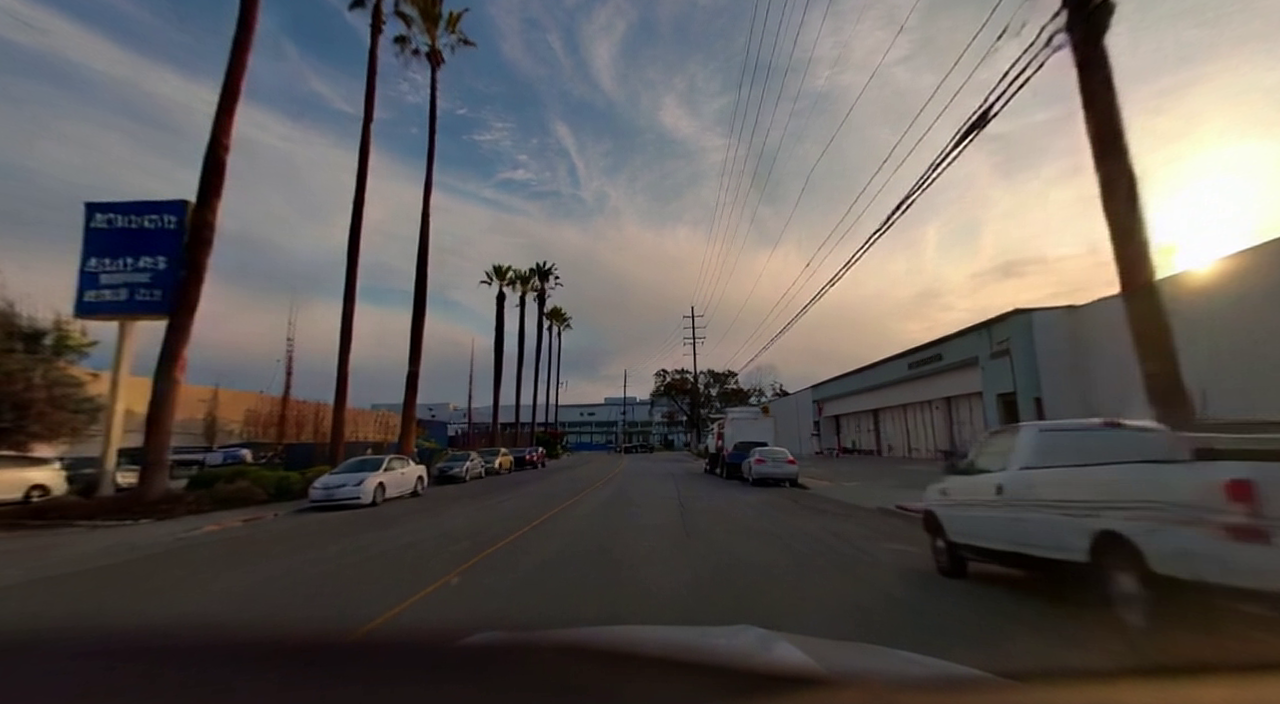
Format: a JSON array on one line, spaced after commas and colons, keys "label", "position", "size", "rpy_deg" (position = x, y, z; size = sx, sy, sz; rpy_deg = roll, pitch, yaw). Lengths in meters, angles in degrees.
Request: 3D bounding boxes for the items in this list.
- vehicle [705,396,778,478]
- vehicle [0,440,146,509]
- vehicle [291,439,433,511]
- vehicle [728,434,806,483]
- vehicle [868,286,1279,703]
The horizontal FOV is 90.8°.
[{"label": "vehicle", "position": [5.099, 4.582, 33.615], "size": [2.933, 3.697, 10.065], "rpy_deg": [-1, -9, 4]}, {"label": "vehicle", "position": [-15.381, 3.002, 15.623], "size": [1.935, 1.550, 4.951], "rpy_deg": [-3, -9, 7]}, {"label": "vehicle", "position": [-7.409, 3.267, 17.397], "size": [1.936, 1.632, 4.145], "rpy_deg": [-3, -8, 2]}, {"label": "vehicle", "position": [4.923, 4.220, 25.316], "size": [2.141, 1.739, 5.130], "rpy_deg": [0, -9, 1]}, {"label": "vehicle", "position": [3.963, 1.035, 4.705], "size": [2.400, 1.985, 6.155], "rpy_deg": [0, -9, 2]}]
